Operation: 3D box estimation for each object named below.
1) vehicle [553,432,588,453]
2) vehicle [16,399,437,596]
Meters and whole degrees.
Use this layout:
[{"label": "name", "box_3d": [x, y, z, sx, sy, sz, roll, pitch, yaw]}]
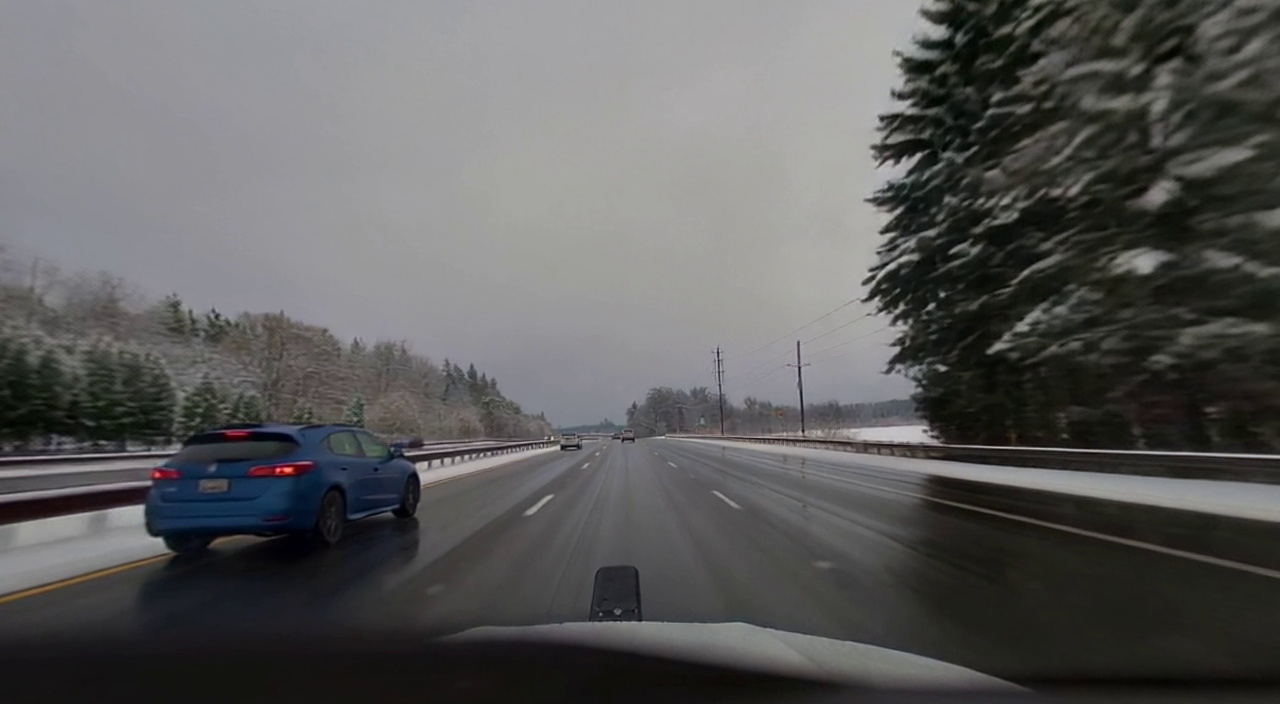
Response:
[{"label": "vehicle", "box_3d": [-5.060, 6.674, 46.456, 2.080, 1.478, 4.347, 0, -8, 0]}, {"label": "vehicle", "box_3d": [-4.050, 1.463, 7.294, 2.023, 1.580, 4.259, 0, -8, -1]}]
